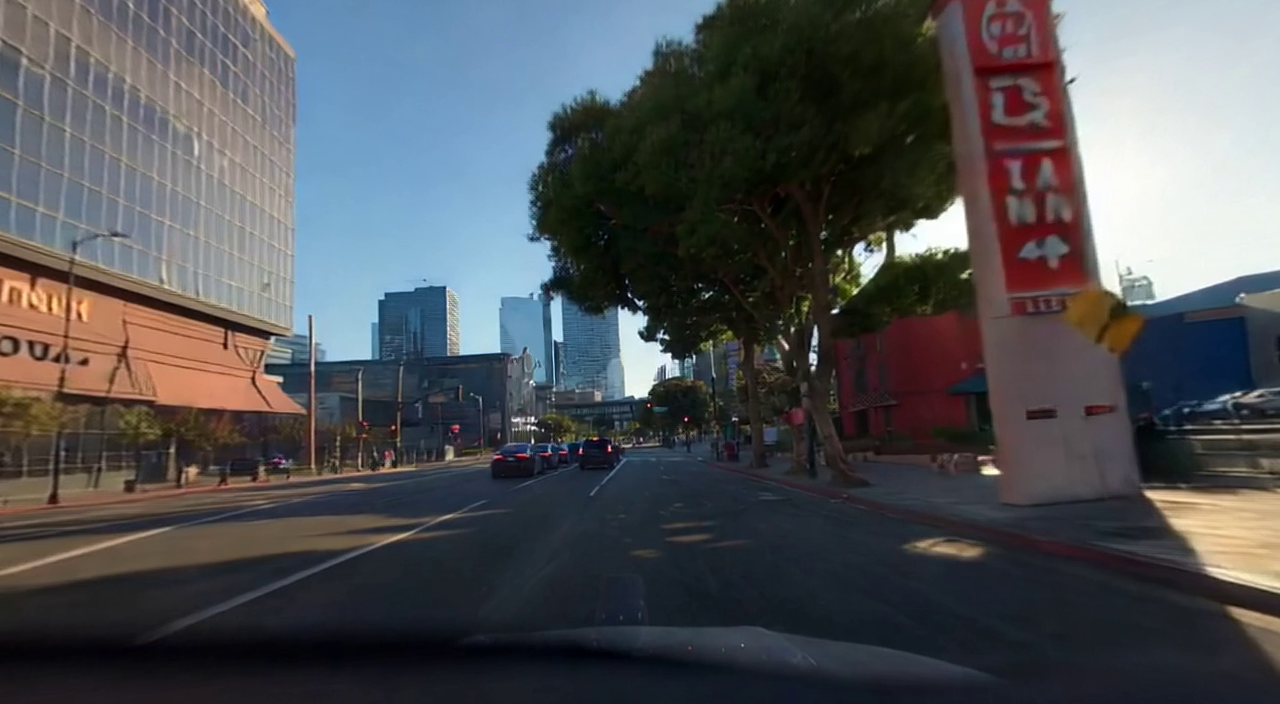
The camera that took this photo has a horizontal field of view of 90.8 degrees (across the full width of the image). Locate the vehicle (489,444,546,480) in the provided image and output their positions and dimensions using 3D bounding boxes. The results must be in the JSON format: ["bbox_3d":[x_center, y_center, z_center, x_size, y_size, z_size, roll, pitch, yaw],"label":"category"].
[{"bbox_3d":[-5.646,5.090,29.468,1.889,1.572,3.599,0,-8,1],"label":"vehicle"}]

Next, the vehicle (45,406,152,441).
[{"bbox_3d":[-25.658,3.420,30.024,3.556,1.611,1.623,0,-8,2],"label":"vehicle"}]

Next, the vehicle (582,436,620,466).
[{"bbox_3d":[-2.841,7.433,47.618,2.496,2.155,5.468,0,-8,0],"label":"vehicle"}]

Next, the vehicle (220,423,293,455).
[{"bbox_3d":[-25.266,5.745,41.721,3.572,2.012,1.872,-1,-8,-1],"label":"vehicle"}]

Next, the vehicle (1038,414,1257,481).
[{"bbox_3d":[14.843,2.850,18.735,4.562,1.648,2.028,-3,-9,3],"label":"vehicle"}]
